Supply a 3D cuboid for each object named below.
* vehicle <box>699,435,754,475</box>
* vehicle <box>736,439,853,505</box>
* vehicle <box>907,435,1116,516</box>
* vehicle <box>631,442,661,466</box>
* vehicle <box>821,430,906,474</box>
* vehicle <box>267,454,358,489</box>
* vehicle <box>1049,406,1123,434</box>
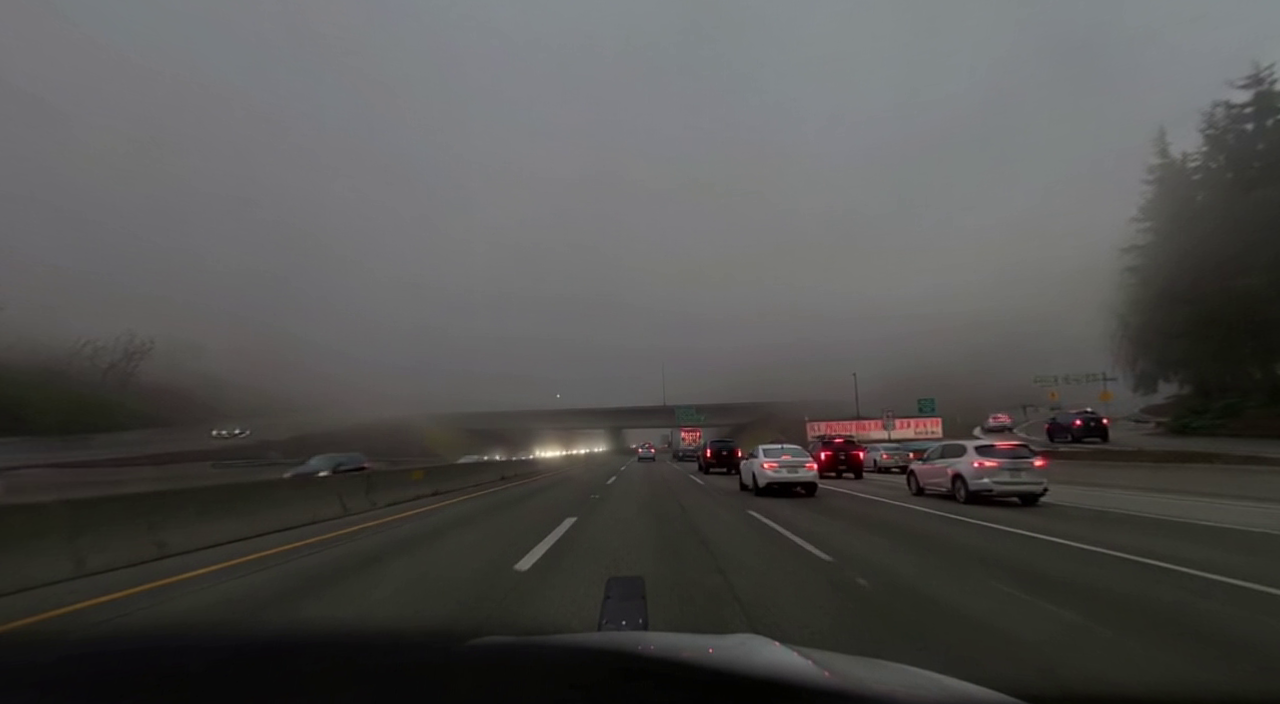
[{"bbox_3d":[4.295,5.214,32.115,2.086,1.858,4.737,0,-8,-1],"label":"vehicle"},{"bbox_3d":[3.868,3.077,16.655,1.902,1.481,4.451,0,-8,-1],"label":"vehicle"},{"bbox_3d":[7.806,2.616,13.877,1.919,1.476,4.303,0,-8,-1],"label":"vehicle"},{"bbox_3d":[0.394,7.488,46.424,2.124,1.639,4.122,0,-8,0],"label":"vehicle"},{"bbox_3d":[11.168,5.029,32.008,2.193,2.025,5.606,0,-8,0],"label":"vehicle"},{"bbox_3d":[-15.357,5.591,29.903,1.897,1.468,4.391,0,-8,1],"label":"vehicle"},{"bbox_3d":[32.759,5.095,46.556,2.131,1.840,4.870,-1,-8,4],"label":"vehicle"}]
